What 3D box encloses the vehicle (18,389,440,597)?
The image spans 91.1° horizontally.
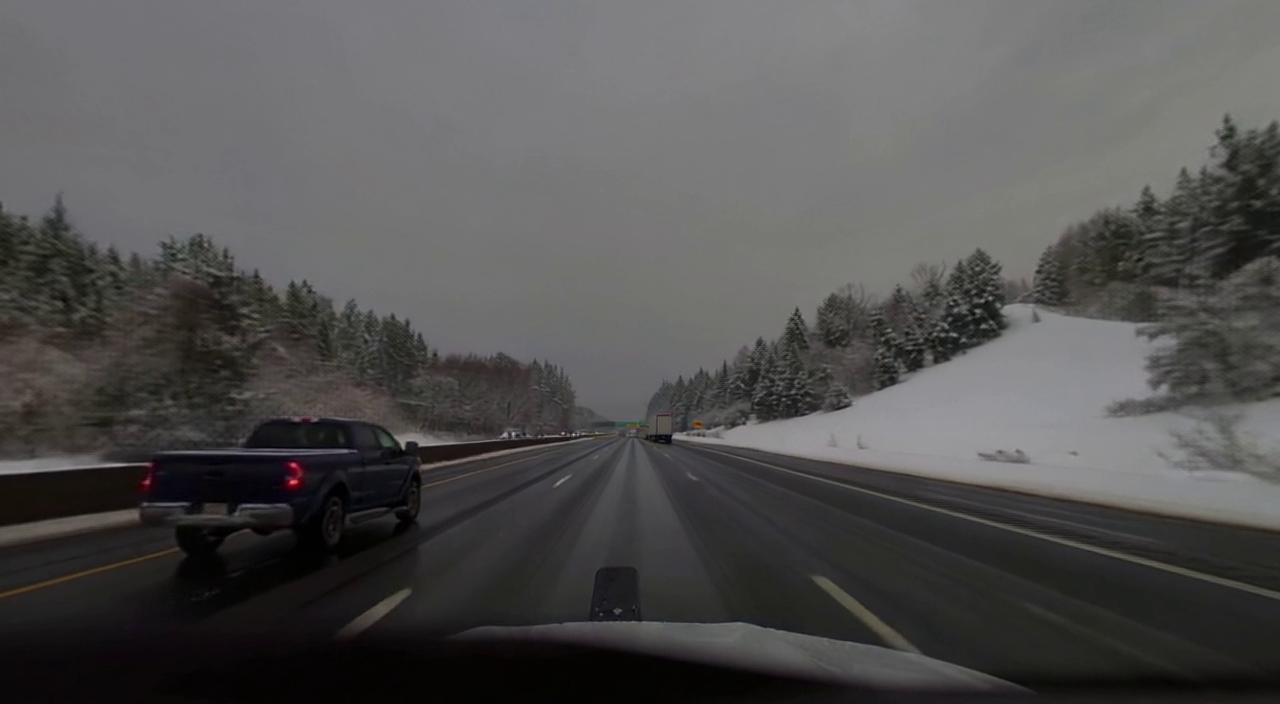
[{"bbox_3d":[-3.863,1.362,6.958,2.000,1.620,3.929,0,-8,0],"label":"vehicle"}]
